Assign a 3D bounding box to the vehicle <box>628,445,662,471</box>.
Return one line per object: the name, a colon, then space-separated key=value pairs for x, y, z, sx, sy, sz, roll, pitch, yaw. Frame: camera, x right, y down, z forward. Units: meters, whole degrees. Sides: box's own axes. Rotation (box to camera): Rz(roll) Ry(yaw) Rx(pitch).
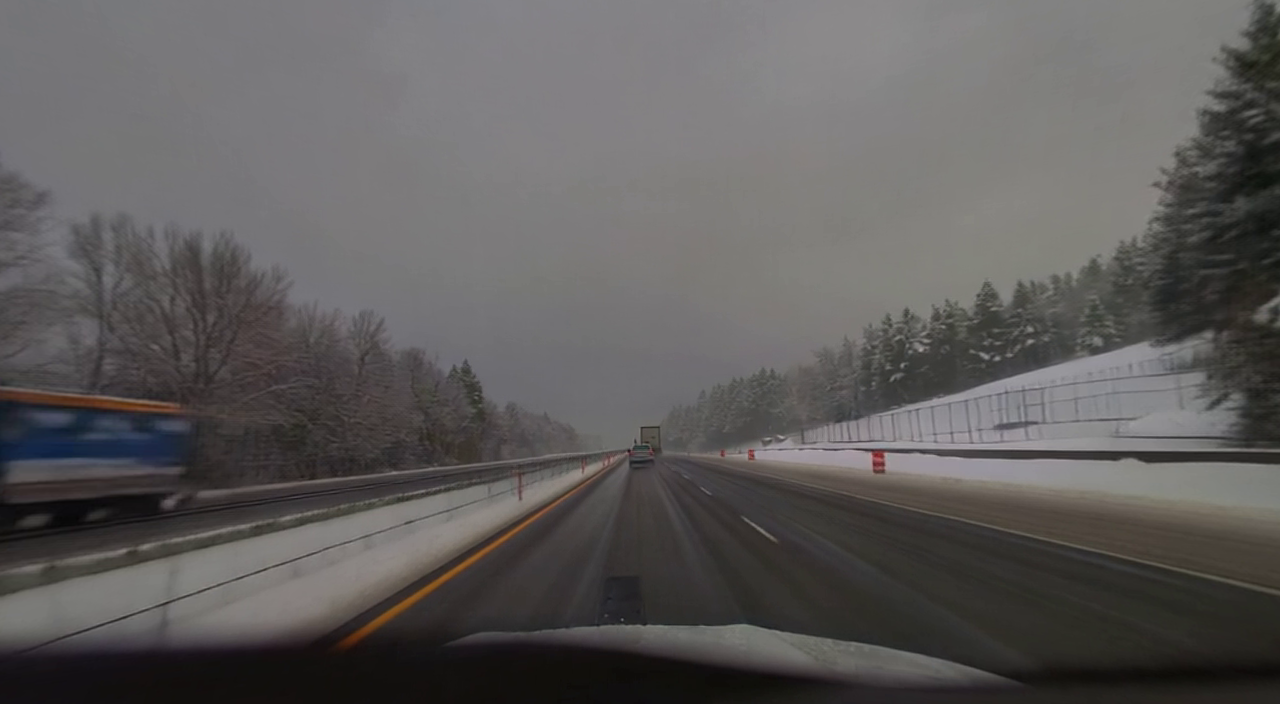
vehicle: x=0.297 y=6.804 z=40.634 sx=2.065 sy=1.573 sz=3.734 roll=0 pitch=-9 yaw=-1
